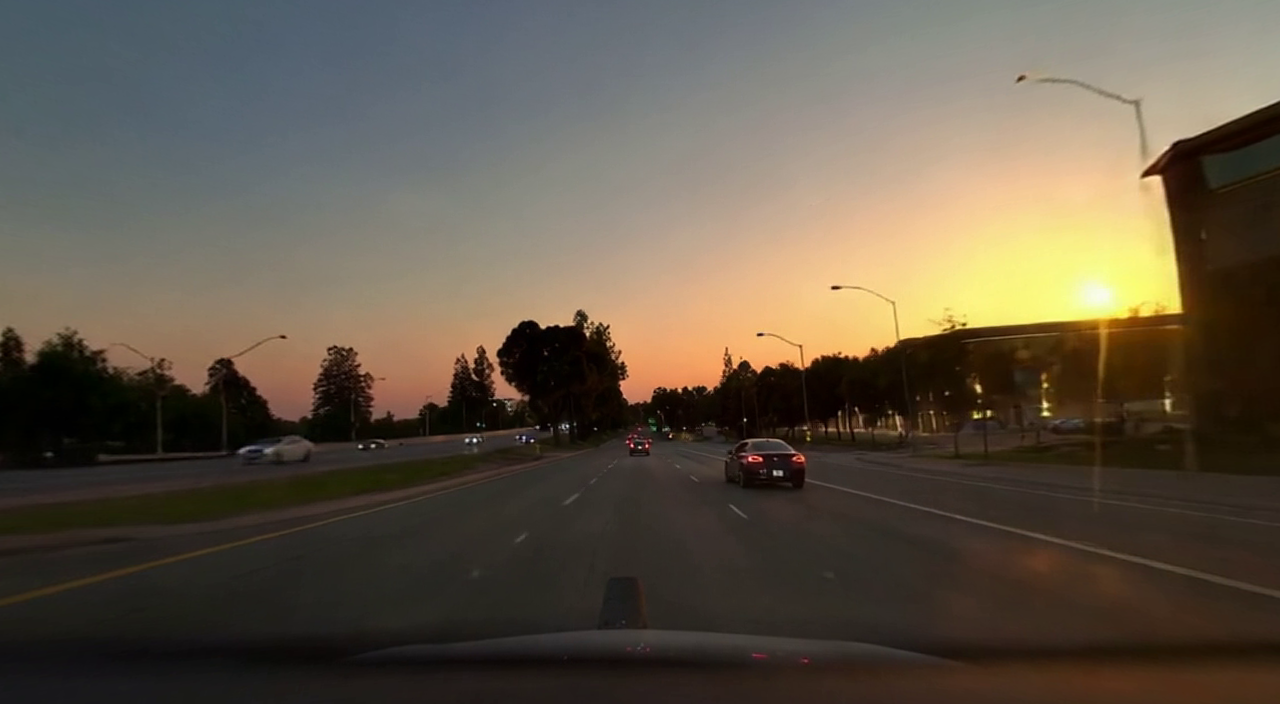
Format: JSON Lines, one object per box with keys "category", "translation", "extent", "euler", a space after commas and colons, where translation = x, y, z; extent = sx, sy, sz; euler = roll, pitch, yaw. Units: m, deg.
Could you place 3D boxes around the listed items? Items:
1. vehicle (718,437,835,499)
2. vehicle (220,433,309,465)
{"category": "vehicle", "translation": [3.468, 3.026, 16.930], "extent": [2.069, 1.431, 4.313], "euler": [0, -8, -2]}
{"category": "vehicle", "translation": [-20.917, 5.414, 35.440], "extent": [2.108, 1.667, 4.823], "euler": [0, -8, -2]}
